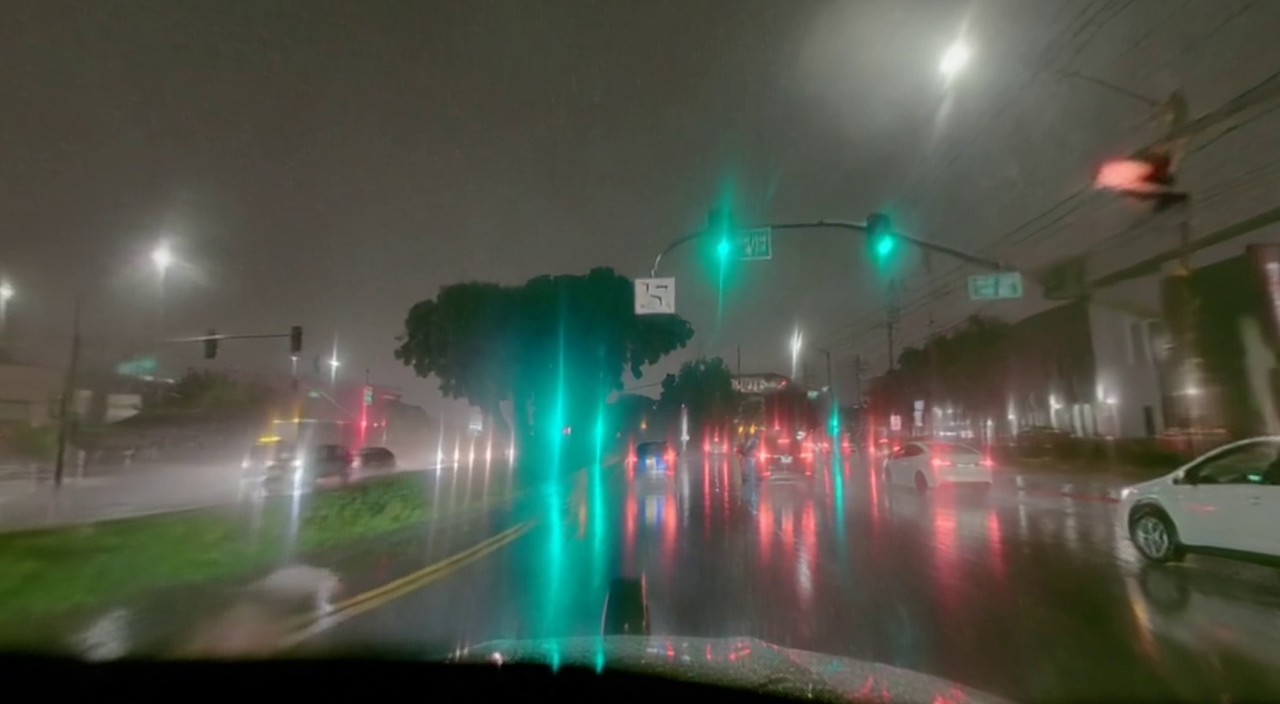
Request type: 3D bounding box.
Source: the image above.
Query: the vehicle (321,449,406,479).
[{"bbox_3d":[-13.465,5.472,31.047,1.926,1.303,4.686,0,-8,2],"label":"vehicle"}]

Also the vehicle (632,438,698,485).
[{"bbox_3d":[0.900,3.942,22.996,2.168,1.527,4.174,0,-8,2],"label":"vehicle"}]

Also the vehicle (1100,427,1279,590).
[{"bbox_3d":[6.779,1.415,5.687,1.866,1.471,4.478,0,-8,0],"label":"vehicle"}]

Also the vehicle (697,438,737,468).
[{"bbox_3d":[4.487,5.977,37.445,1.896,1.612,4.203,0,-8,1],"label":"vehicle"}]

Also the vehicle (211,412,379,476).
[{"bbox_3d":[-20.798,5.801,39.638,3.354,3.314,12.985,0,-8,0],"label":"vehicle"}]

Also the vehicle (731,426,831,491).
[{"bbox_3d":[4.333,3.376,20.291,2.119,1.810,4.848,0,-8,0],"label":"vehicle"}]

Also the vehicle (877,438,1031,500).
[{"bbox_3d":[8.375,3.134,17.376,1.882,1.463,4.543,0,-8,0],"label":"vehicle"}]

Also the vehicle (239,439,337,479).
[{"bbox_3d":[-16.900,5.143,30.574,2.052,1.770,4.545,0,-8,0],"label":"vehicle"}]
